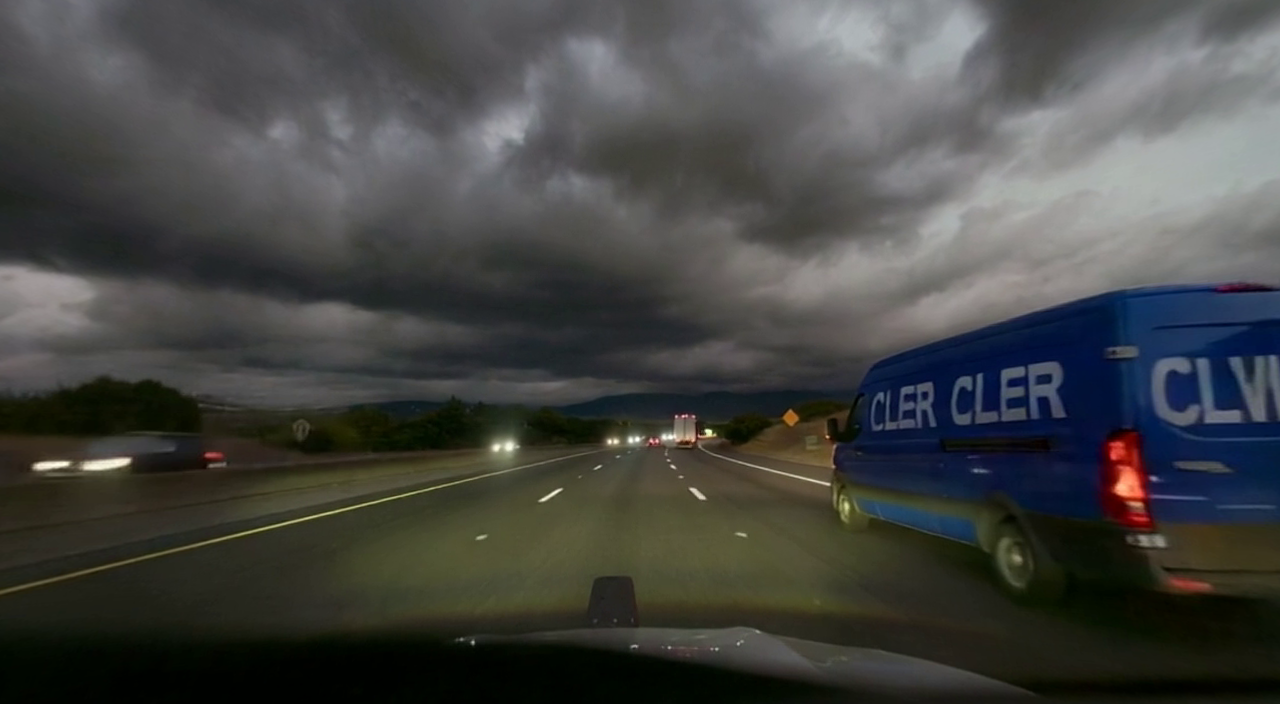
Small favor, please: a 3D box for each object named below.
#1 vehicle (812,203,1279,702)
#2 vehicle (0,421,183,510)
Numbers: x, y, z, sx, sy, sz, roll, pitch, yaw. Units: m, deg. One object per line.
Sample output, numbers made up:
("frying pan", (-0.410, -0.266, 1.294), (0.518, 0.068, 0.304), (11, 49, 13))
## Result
("vehicle", (3.770, 0.838, 6.040), (2.485, 2.562, 5.535), (0, -8, -2))
("vehicle", (-14.367, 2.705, 15.462), (2.095, 1.827, 5.586), (-1, -8, 0))
